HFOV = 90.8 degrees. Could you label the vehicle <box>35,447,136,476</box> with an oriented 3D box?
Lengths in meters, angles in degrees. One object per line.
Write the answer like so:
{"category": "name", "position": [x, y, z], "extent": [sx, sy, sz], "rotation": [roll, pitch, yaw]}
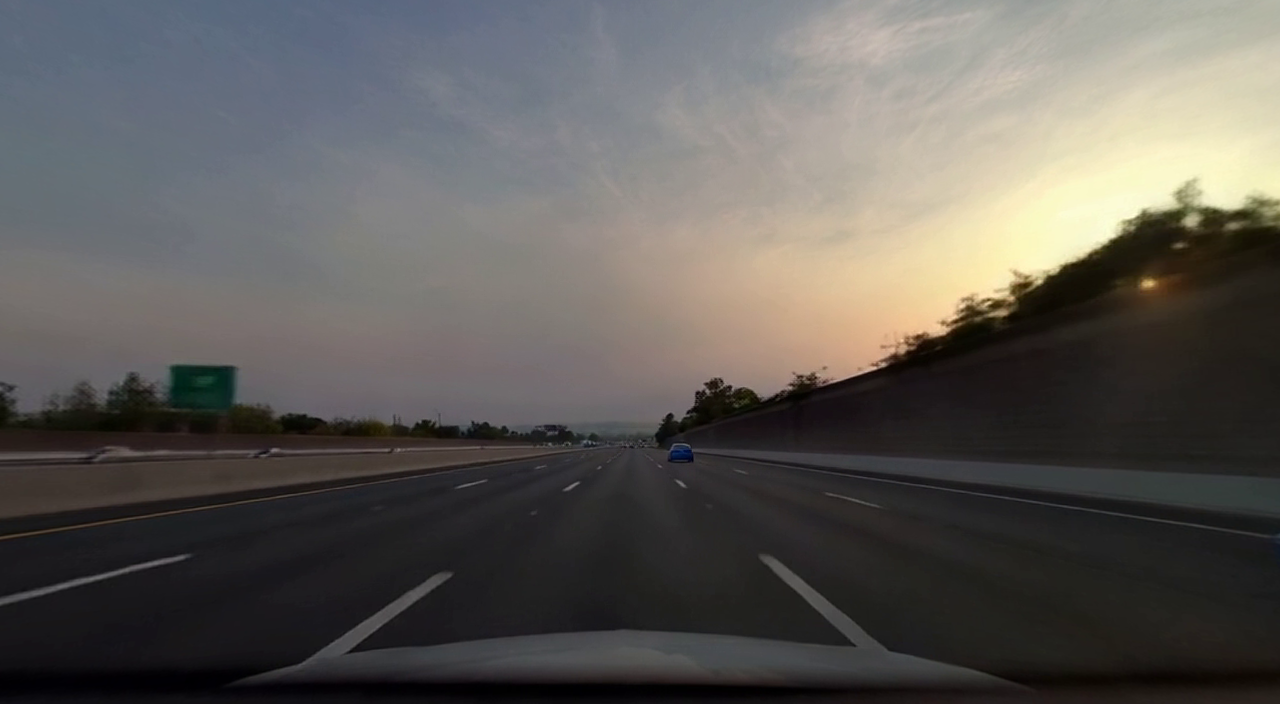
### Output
{"category": "vehicle", "position": [-36.442, 7.199, 41.740], "extent": [2.102, 1.749, 5.000], "rotation": [0, -8, 0]}

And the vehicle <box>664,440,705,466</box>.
{"category": "vehicle", "position": [2.771, 6.455, 40.511], "extent": [2.270, 1.615, 3.770], "rotation": [0, -8, -2]}
